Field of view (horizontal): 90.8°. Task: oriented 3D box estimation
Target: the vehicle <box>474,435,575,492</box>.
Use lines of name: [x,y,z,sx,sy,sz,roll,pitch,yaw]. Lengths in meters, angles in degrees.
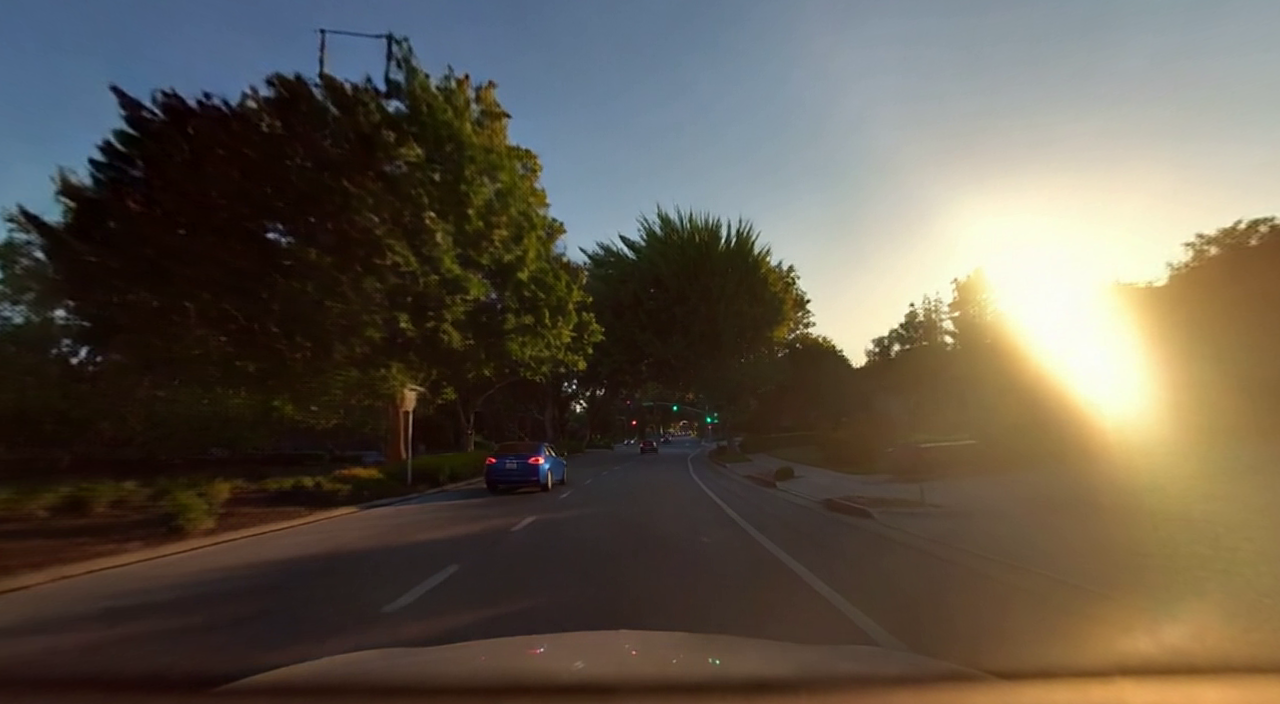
vehicle: [-3.314,3.331,19.217,2.038,1.486,4.678,0,-9,2]
